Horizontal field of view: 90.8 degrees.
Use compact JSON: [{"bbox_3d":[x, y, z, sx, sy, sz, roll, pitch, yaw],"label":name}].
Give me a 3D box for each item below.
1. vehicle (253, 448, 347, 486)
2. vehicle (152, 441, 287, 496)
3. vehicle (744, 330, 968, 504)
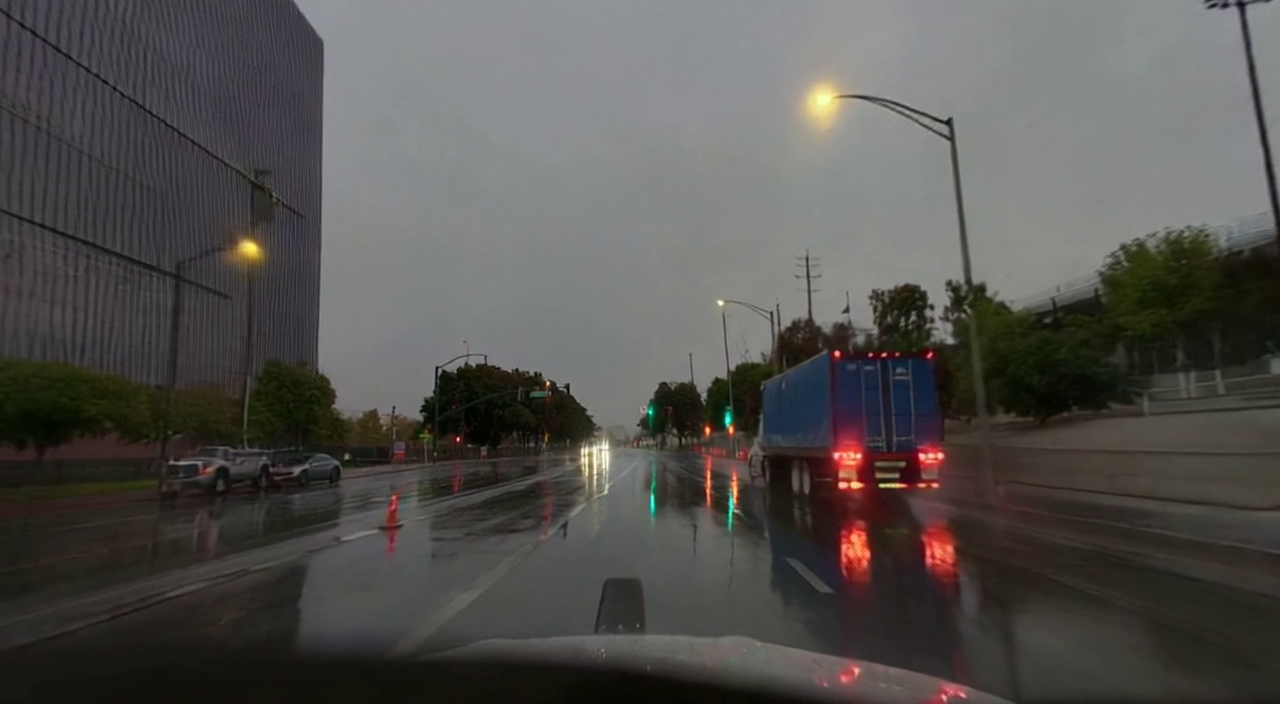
[{"bbox_3d":[-16.561,5.586,31.106,1.925,1.665,4.893,0,-8,-1],"label":"vehicle"},{"bbox_3d":[-16.558,4.567,25.258,1.937,1.984,4.928,0,-8,0],"label":"vehicle"},{"bbox_3d":[5.644,2.147,19.129,3.176,3.913,9.805,0,-8,-1],"label":"vehicle"}]
